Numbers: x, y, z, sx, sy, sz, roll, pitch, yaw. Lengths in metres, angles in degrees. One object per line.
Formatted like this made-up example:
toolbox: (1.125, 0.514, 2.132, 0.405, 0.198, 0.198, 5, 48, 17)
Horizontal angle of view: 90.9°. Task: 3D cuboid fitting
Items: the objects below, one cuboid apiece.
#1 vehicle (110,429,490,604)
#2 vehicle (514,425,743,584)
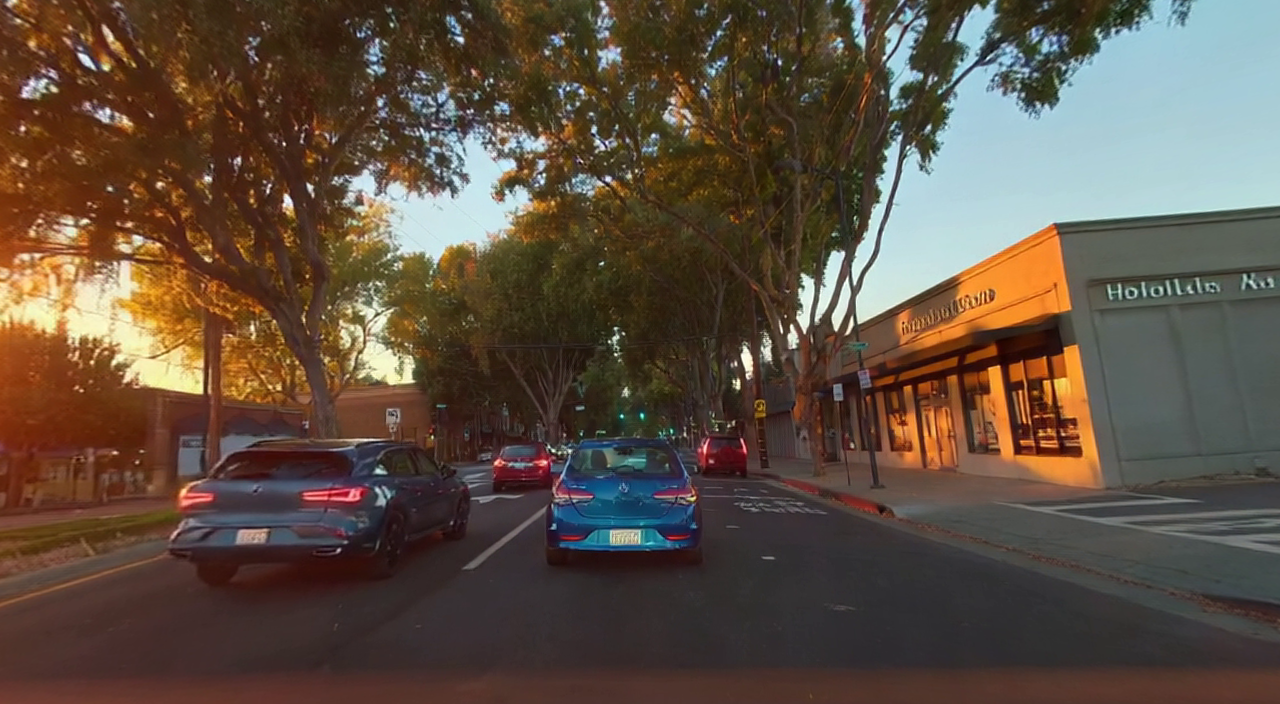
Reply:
vehicle: (-3.405, 1.720, 7.575, 2.029, 1.456, 4.414, 0, -9, 1)
vehicle: (-0.117, 1.753, 8.043, 2.160, 1.482, 4.037, 0, -9, 0)
